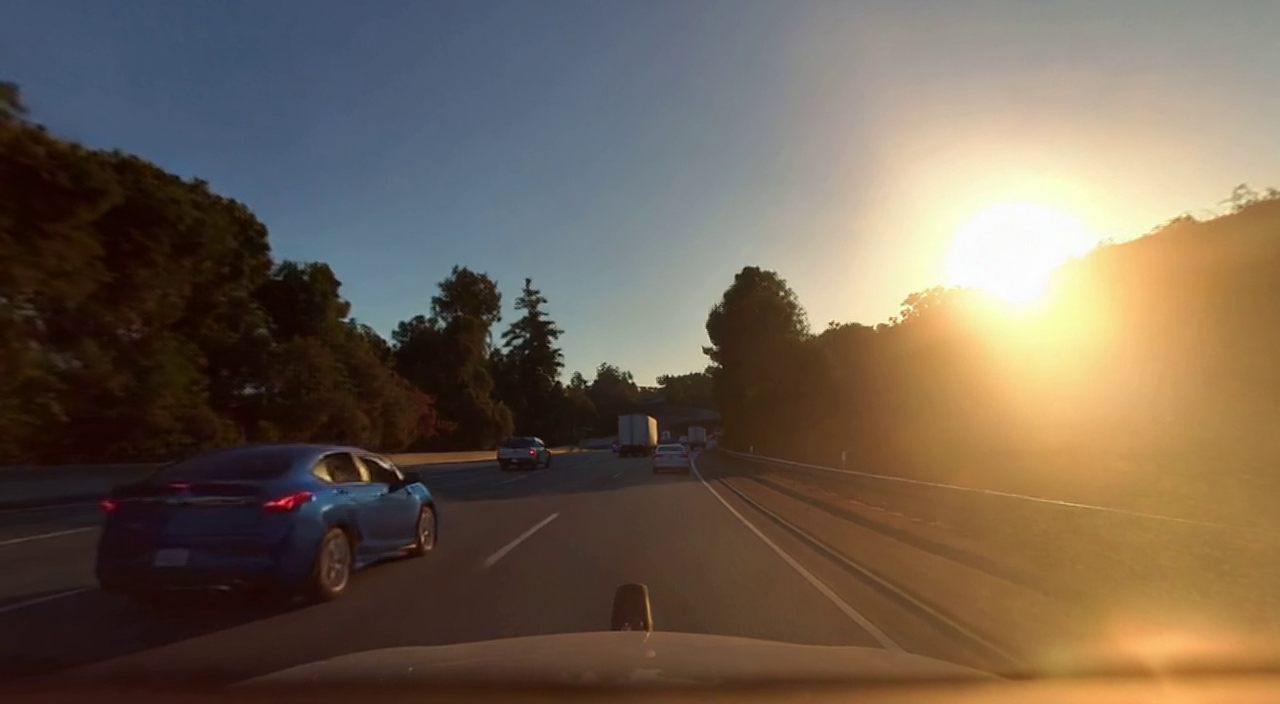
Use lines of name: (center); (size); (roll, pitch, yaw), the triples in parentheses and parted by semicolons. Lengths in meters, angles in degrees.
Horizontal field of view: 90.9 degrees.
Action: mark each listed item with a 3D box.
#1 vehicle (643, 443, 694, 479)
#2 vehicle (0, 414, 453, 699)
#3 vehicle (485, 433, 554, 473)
vehicle: (1.217, 4.541, 26.520); (1.984, 1.365, 3.767); (0, -9, 3)
vehicle: (-3.417, 1.430, 5.716); (1.916, 1.486, 4.631); (0, -9, 2)
vehicle: (-5.918, 5.028, 31.555); (2.142, 1.833, 4.854); (-1, -9, 5)
